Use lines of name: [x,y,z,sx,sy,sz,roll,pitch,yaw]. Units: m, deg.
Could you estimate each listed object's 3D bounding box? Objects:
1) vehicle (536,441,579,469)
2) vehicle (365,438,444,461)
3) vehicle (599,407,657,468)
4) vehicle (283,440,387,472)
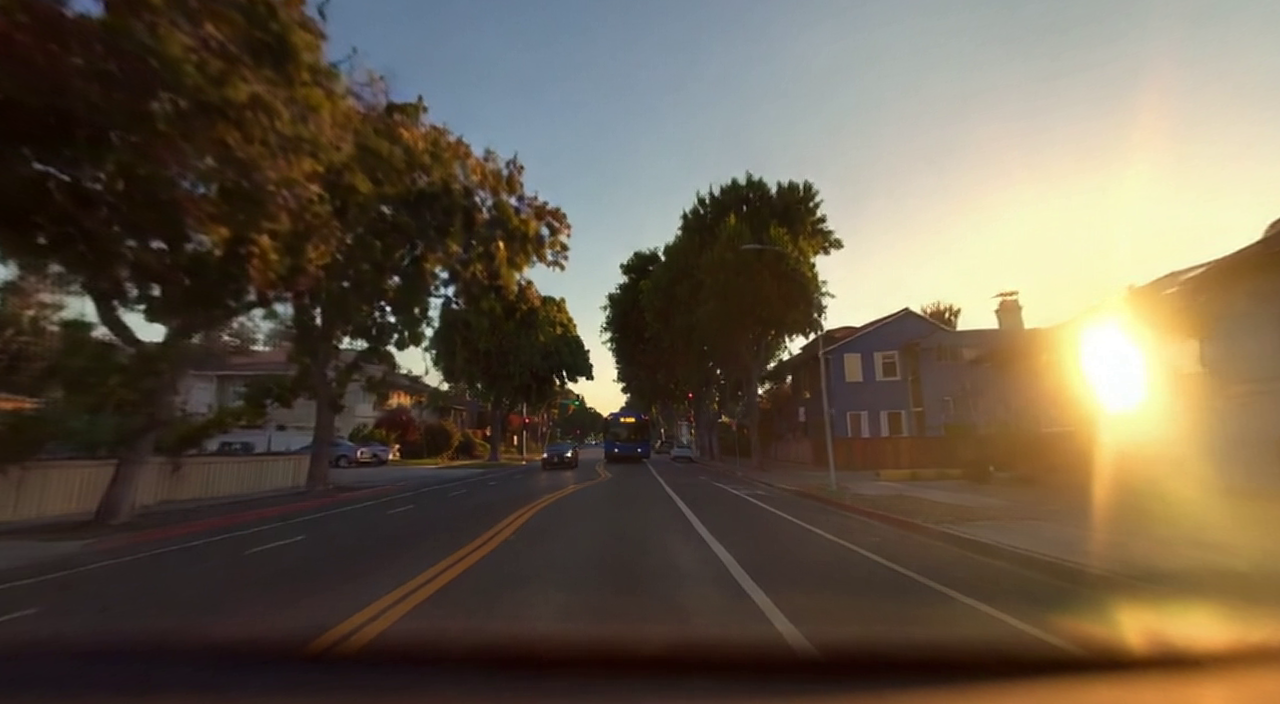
vehicle: [-4.648,5.877,36.228,1.925,1.489,4.235,0,-8,-1]
vehicle: [-16.648,6.914,44.813,4.778,1.565,1.919,0,-8,-1]
vehicle: [-0.590,5.634,41.461,3.031,3.200,13.052,3,-8,1]
vehicle: [-15.878,5.419,33.080,4.481,1.591,1.807,0,-9,-2]
